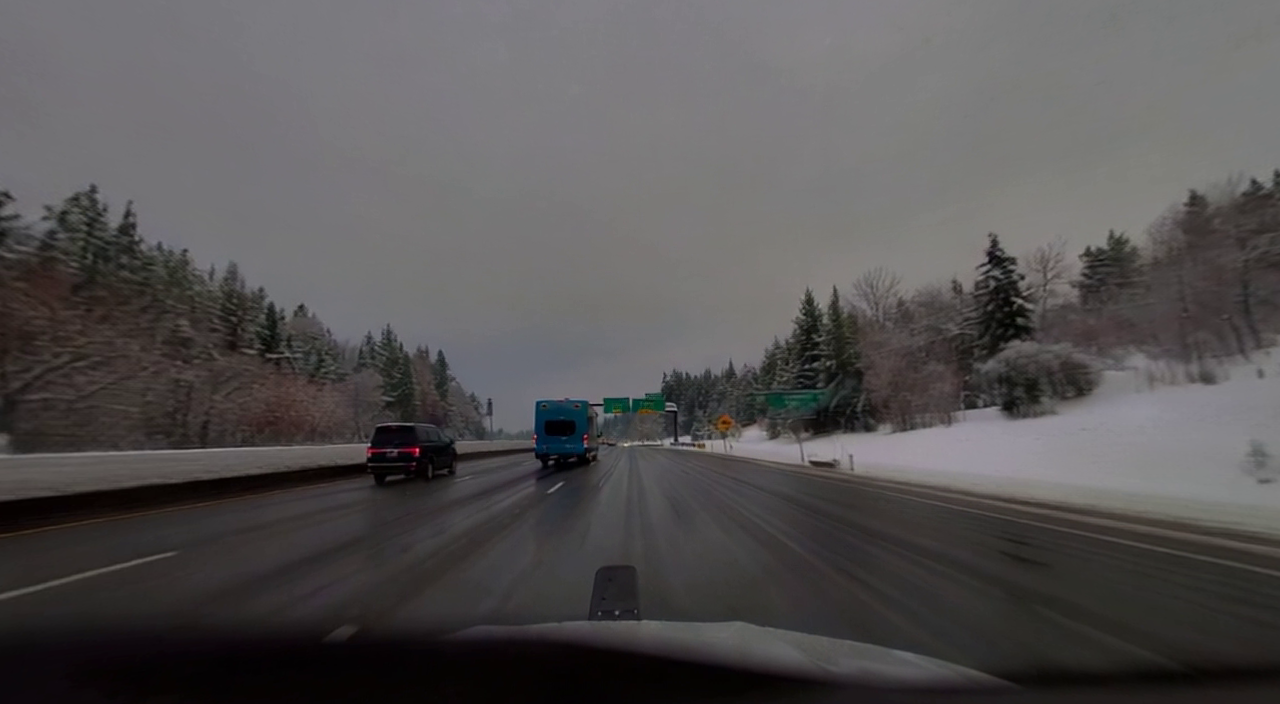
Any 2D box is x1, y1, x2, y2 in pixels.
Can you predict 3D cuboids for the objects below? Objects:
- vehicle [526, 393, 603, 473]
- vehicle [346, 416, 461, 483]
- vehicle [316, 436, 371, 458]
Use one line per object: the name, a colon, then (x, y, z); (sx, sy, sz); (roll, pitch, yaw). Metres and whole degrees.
vehicle: (-3.312, 3.838, 29.654); (2.676, 3.269, 7.388); (0, -8, 0)
vehicle: (-7.336, 3.050, 20.053); (2.045, 1.873, 4.202); (0, -8, 0)
vehicle: (-20.537, 6.573, 43.819); (1.793, 1.439, 4.273); (0, -8, -1)
